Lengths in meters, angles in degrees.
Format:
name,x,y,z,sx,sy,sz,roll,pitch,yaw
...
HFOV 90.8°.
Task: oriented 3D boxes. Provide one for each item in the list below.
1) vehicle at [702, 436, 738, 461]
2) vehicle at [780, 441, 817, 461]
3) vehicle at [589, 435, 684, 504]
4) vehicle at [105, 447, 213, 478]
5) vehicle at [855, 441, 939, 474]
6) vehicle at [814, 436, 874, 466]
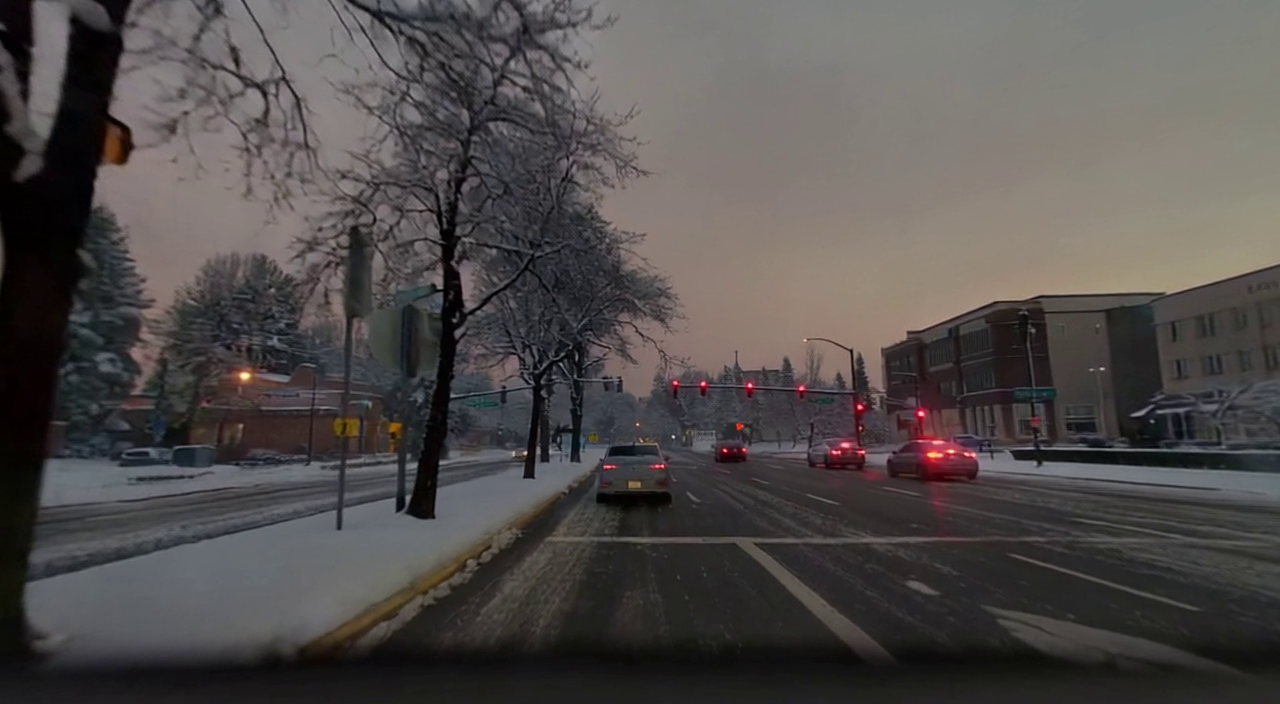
name,x,y,z,sx,sy,sz,roll,pitch,yaw
vehicle,5.883,7.194,47.016,1.957,1.755,4.331,0,-9,-1
vehicle,12.507,7.816,49.935,1.837,1.524,3.800,0,-9,-2
vehicle,-0.116,2.854,15.782,2.064,1.477,3.968,0,-9,-1
vehicle,-29.544,6.758,39.011,4.758,1.809,2.114,4,-9,-22
vehicle,12.417,5.127,30.871,2.059,1.482,4.568,0,-9,-2
vehicle,12.874,6.311,40.265,1.981,1.746,5.375,0,-9,-1
